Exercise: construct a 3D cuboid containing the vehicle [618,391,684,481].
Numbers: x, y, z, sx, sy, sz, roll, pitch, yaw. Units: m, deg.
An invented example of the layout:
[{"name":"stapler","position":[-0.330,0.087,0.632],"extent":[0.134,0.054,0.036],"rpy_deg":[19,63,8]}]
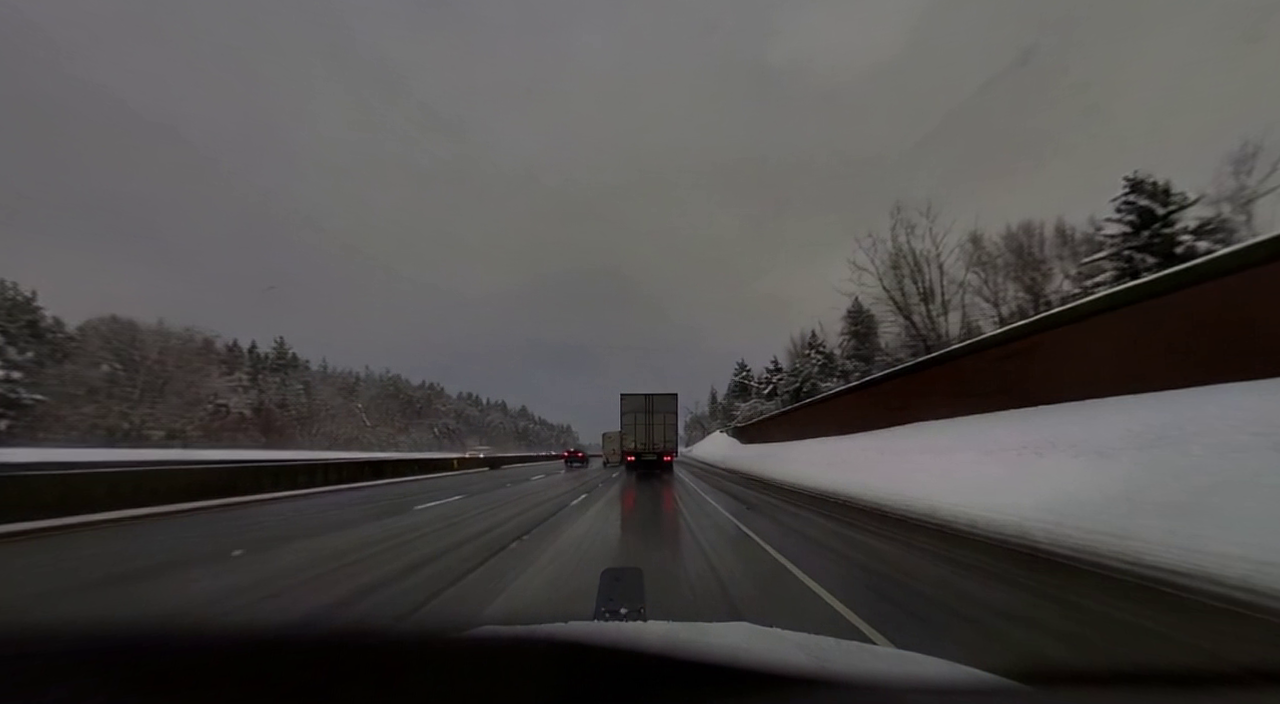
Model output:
[{"name":"vehicle","position":[0.571,4.625,33.994],"extent":[2.997,4.069,10.871],"rpy_deg":[0,-9,1]}]
